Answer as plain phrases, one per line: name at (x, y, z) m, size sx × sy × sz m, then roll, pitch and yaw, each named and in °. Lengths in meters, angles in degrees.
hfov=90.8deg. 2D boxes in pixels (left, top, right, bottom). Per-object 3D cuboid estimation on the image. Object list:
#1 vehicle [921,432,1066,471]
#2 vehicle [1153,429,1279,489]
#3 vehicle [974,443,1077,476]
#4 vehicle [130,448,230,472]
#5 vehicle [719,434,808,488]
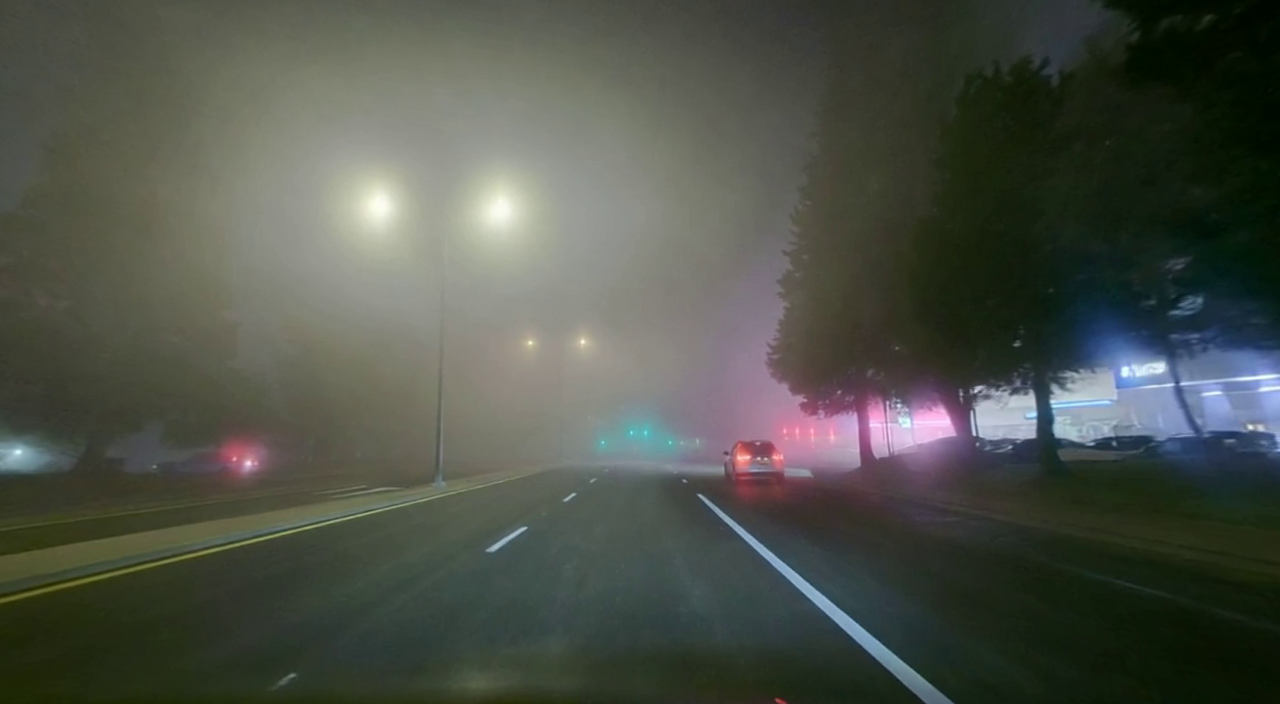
vehicle at (16.729, 4.751, 30.154) m, size 5.536 × 1.705 × 2.122 m, roll -1°, pitch -9°, yaw 1°
vehicle at (16.386, 2.856, 16.975) m, size 3.459 × 1.501 × 1.974 m, roll 0°, pitch -8°, yaw -1°
vehicle at (16.687, 4.670, 27.451) m, size 3.269 × 1.315 × 1.731 m, roll 0°, pitch -10°, yaw -3°
vehicle at (-32.961, 7.739, 45.392) m, size 5.406 × 1.627 × 2.177 m, roll 0°, pitch -8°, yaw -1°
vehicle at (4.632, 4.167, 24.614) m, size 2.245 × 1.864 × 5.076 m, roll 0°, pitch -8°, yaw -2°
